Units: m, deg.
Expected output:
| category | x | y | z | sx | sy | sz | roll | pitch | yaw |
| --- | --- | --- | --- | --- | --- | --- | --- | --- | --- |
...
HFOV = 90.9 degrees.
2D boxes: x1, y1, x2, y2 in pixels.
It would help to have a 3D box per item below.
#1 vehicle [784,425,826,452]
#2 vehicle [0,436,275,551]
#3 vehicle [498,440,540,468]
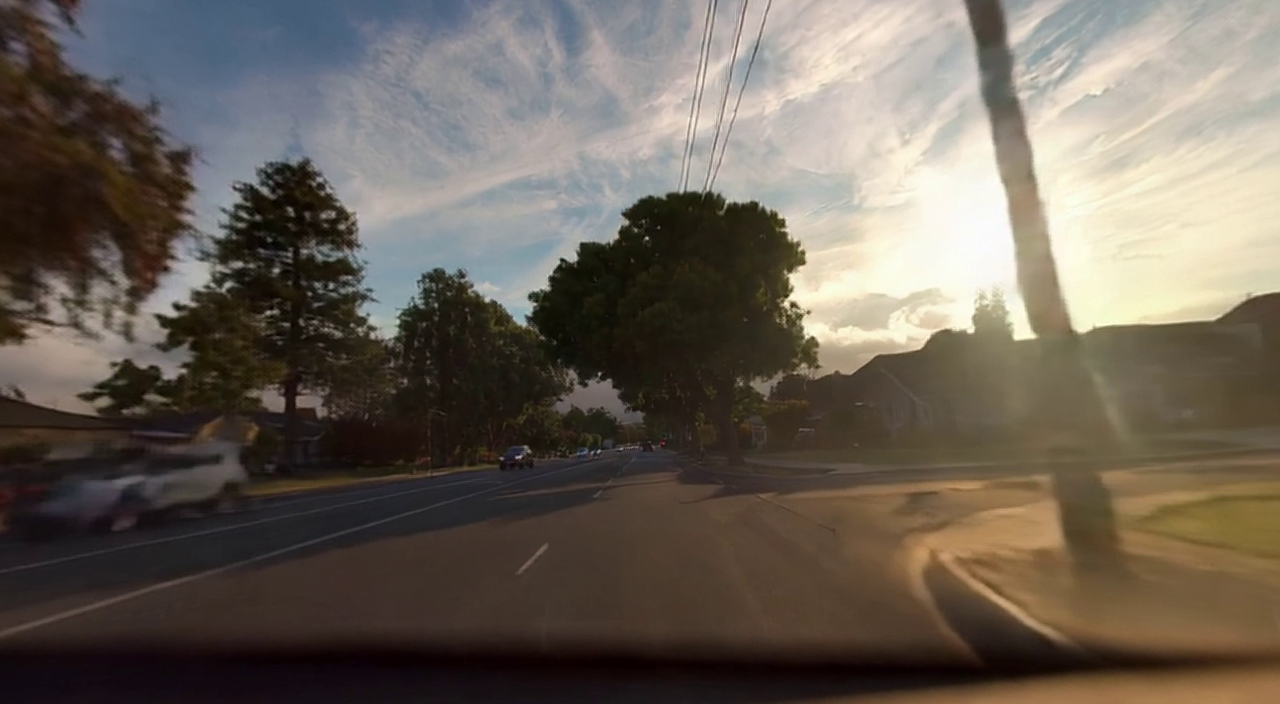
| category | x | y | z | sx | sy | sz | roll | pitch | yaw |
| --- | --- | --- | --- | --- | --- | --- | --- | --- | --- |
| vehicle | 11.097 | 5.873 | 42.505 | 1.737 | 1.633 | 3.268 | 3 | -11 | -4 |
| vehicle | -9.281 | 2.493 | 11.875 | 2.003 | 1.719 | 4.489 | -1 | -9 | 2 |
| vehicle | -8.713 | 7.356 | 45.696 | 2.057 | 1.865 | 4.626 | 0 | -9 | 1 |
